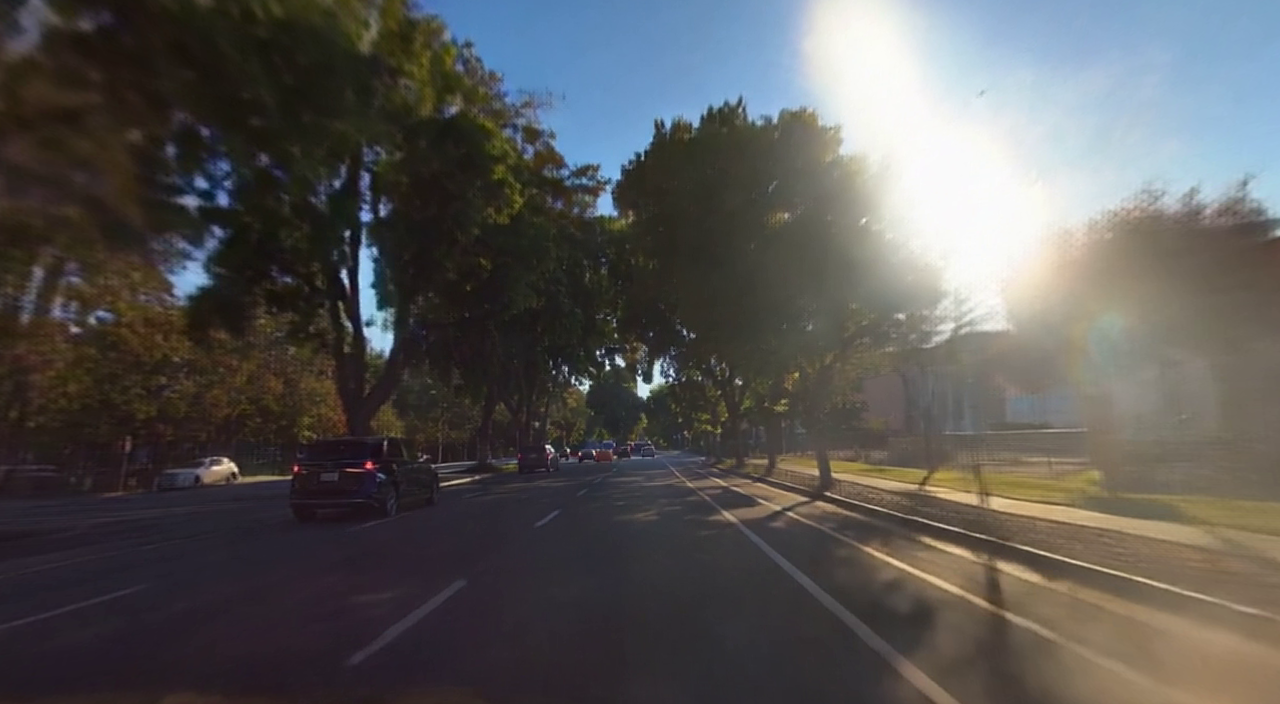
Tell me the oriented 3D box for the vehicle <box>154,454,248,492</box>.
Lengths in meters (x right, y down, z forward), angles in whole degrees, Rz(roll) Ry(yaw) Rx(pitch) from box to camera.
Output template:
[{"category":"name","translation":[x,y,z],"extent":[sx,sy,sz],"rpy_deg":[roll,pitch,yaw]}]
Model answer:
[{"category":"vehicle","translation":[-25.231,6.916,36.474],"extent":[2.031,1.862,4.761],"rpy_deg":[-1,-8,0]}]

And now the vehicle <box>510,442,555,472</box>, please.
[{"category":"vehicle","translation":[-6.509,6.363,38.504],"extent":[1.985,1.708,4.310],"rpy_deg":[0,-9,0]}]

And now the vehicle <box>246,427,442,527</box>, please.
[{"category":"vehicle","translation":[-6.008,2.571,13.559],"extent":[2.123,1.761,4.322],"rpy_deg":[0,-9,0]}]
